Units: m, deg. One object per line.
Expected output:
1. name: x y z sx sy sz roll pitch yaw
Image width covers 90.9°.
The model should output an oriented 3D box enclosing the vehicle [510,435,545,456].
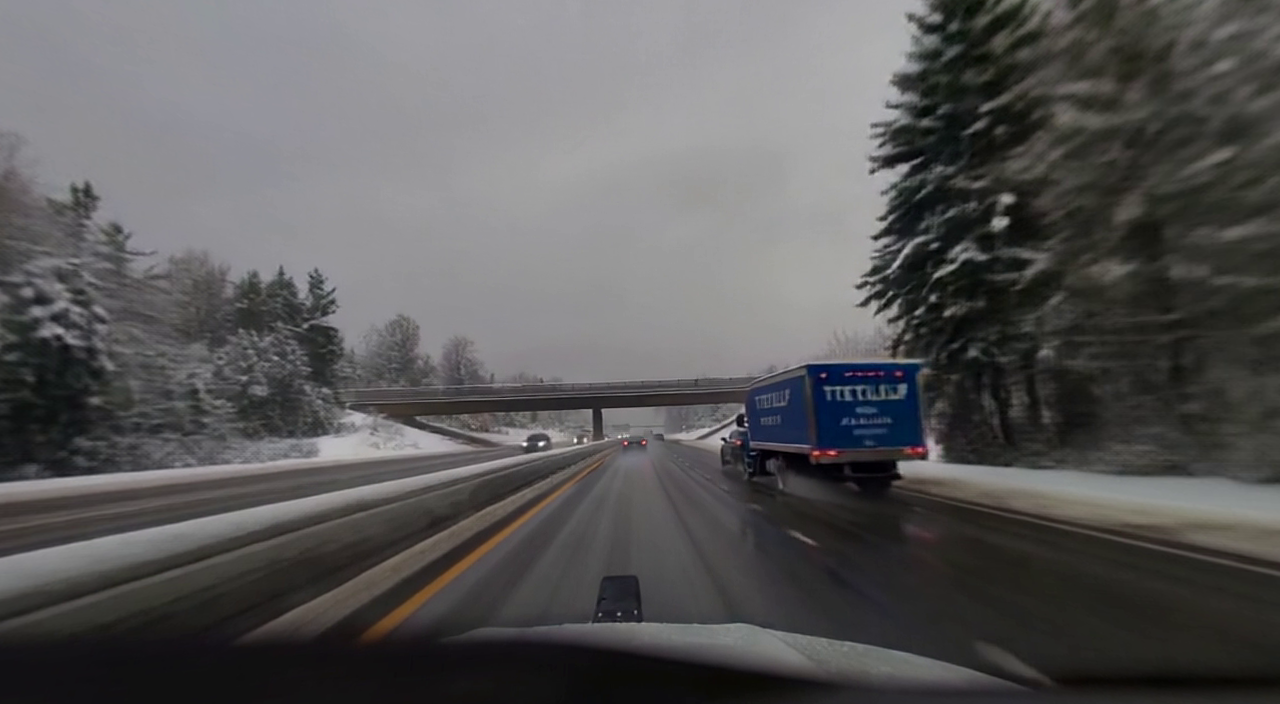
1. vehicle: -8.627 7.197 48.754 1.973 1.519 4.176 0 -7 0

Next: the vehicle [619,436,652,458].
1. vehicle: -0.288 5.991 40.067 1.996 1.325 4.029 0 -7 0

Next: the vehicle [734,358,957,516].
1. vehicle: 4.078 1.904 14.326 2.715 2.746 6.550 0 -7 -1
